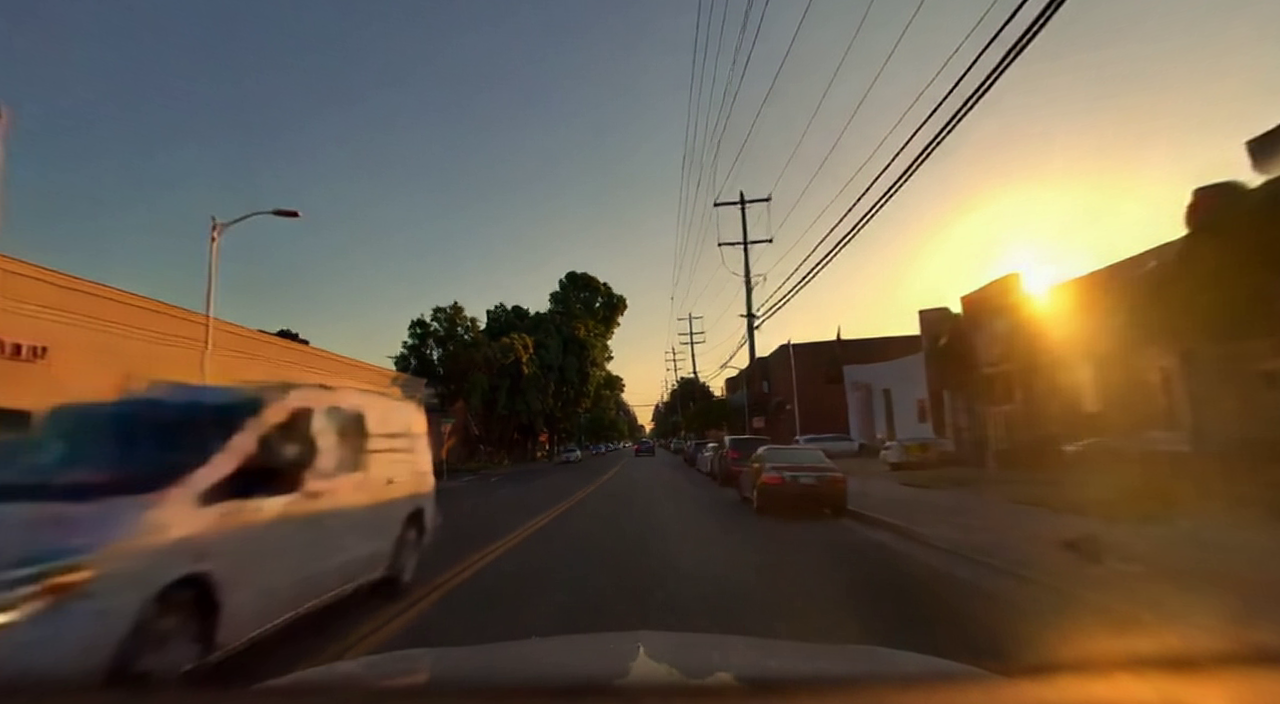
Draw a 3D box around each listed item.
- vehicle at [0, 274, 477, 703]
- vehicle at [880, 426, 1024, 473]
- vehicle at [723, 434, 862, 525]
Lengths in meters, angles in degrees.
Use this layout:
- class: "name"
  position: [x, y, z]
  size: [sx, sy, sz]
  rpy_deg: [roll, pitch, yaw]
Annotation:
- class: "vehicle"
  position: [-2.828, 1.030, 4.709]
  size: [2.115, 2.065, 4.452]
  rpy_deg: [0, -9, -1]
- class: "vehicle"
  position: [10.669, 3.377, 21.859]
  size: [3.944, 1.476, 1.852]
  rpy_deg: [-1, -10, 1]
- class: "vehicle"
  position: [2.941, 2.490, 13.112]
  size: [2.261, 1.503, 4.695]
  rpy_deg: [-2, -8, 9]
